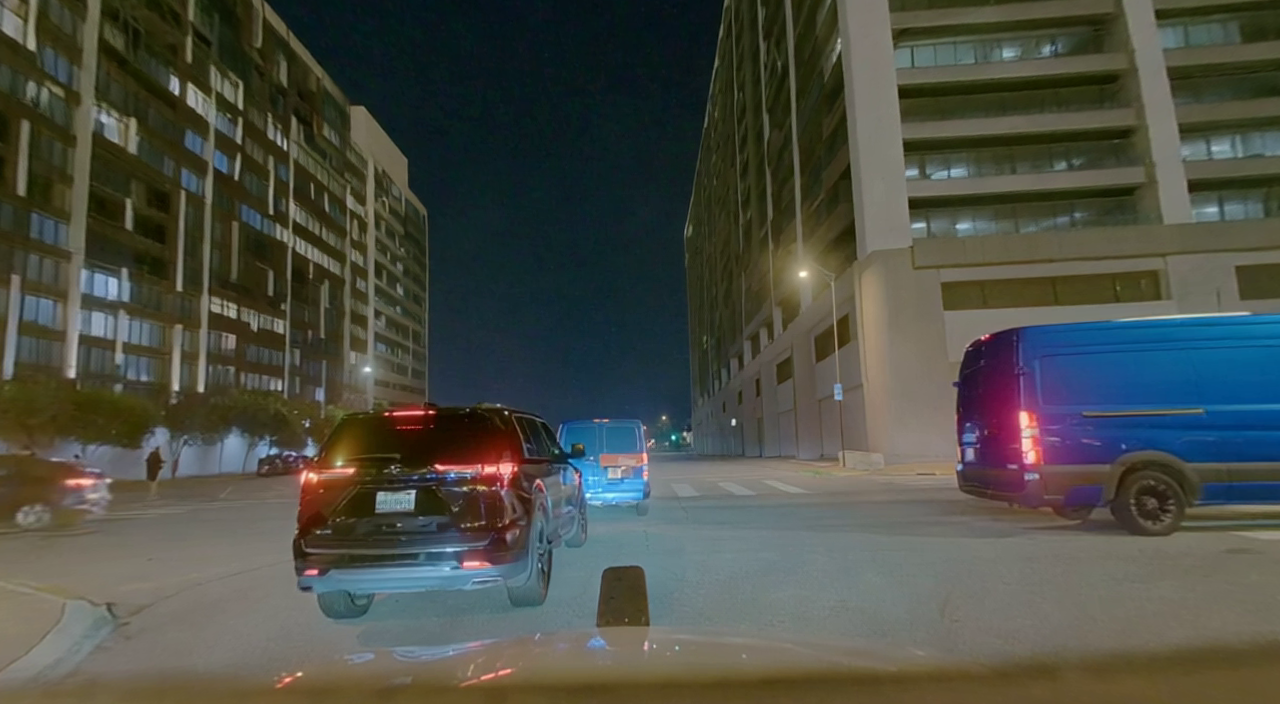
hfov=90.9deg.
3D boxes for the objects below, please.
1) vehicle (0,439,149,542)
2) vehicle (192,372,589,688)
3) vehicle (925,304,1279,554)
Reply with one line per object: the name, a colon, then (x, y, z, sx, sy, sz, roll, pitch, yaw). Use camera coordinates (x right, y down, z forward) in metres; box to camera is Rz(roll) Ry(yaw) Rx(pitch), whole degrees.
vehicle: (-12.004, 2.436, 11.195, 2.021, 1.742, 4.654, -6, -11, 36)
vehicle: (-1.631, 1.289, 5.710, 2.144, 1.733, 4.115, 1, -9, -7)
vehicle: (7.822, 0.993, 8.195, 6.932, 2.753, 2.446, 0, -8, 1)
